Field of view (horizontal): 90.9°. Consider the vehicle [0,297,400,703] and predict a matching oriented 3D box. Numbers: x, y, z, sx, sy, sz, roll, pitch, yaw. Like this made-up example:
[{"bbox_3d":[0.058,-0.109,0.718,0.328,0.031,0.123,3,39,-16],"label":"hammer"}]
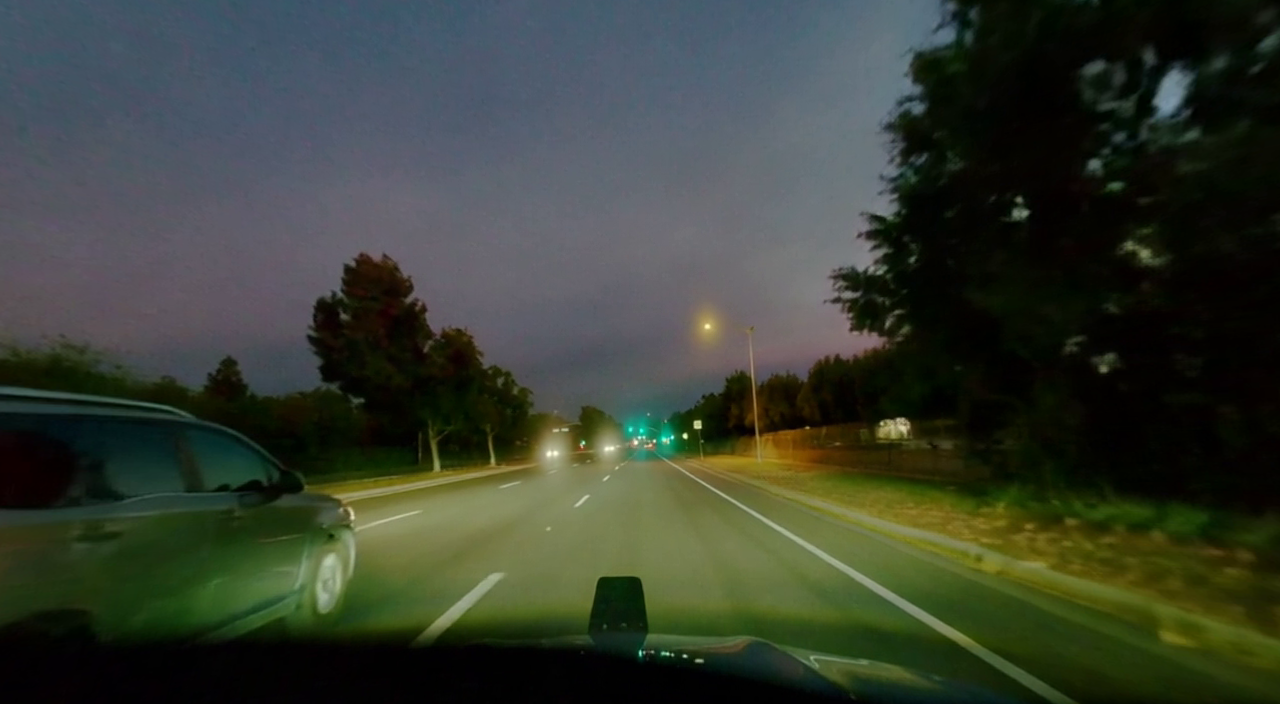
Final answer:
[{"bbox_3d":[-3.239,0.907,3.179,2.160,1.855,4.695,0,-8,0],"label":"vehicle"}]
